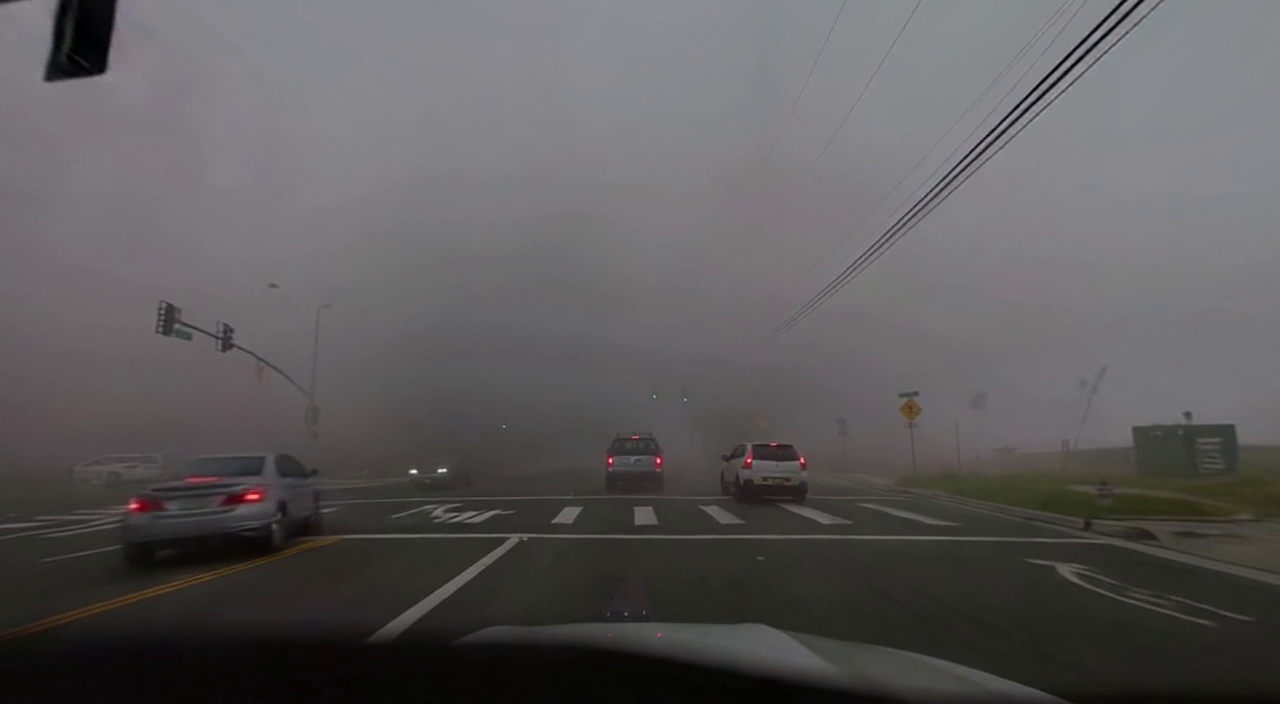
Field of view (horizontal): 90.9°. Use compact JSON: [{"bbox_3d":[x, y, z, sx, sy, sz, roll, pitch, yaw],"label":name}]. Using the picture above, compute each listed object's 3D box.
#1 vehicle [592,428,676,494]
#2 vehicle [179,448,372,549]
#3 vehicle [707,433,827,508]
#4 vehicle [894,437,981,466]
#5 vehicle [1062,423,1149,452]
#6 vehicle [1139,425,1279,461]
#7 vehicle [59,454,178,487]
[{"bbox_3d":[-0.199,3.805,22.439,2.638,2.065,5.313,0,-8,0],"label":"vehicle"},{"bbox_3d":[-7.261,2.689,12.376,4.456,1.570,1.975,-8,-11,43],"label":"vehicle"},{"bbox_3d":[3.331,3.206,17.646,2.276,1.787,4.630,0,-8,-1],"label":"vehicle"},{"bbox_3d":[16.486,5.502,34.978,3.880,1.538,1.862,1,-8,-8],"label":"vehicle"},{"bbox_3d":[30.679,5.679,41.716,2.231,1.749,4.411,0,-8,-2],"label":"vehicle"},{"bbox_3d":[25.137,4.036,27.989,4.092,1.496,1.889,-3,-9,17],"label":"vehicle"},{"bbox_3d":[-27.394,6.210,33.205,4.458,1.608,2.051,-1,-8,3],"label":"vehicle"}]
